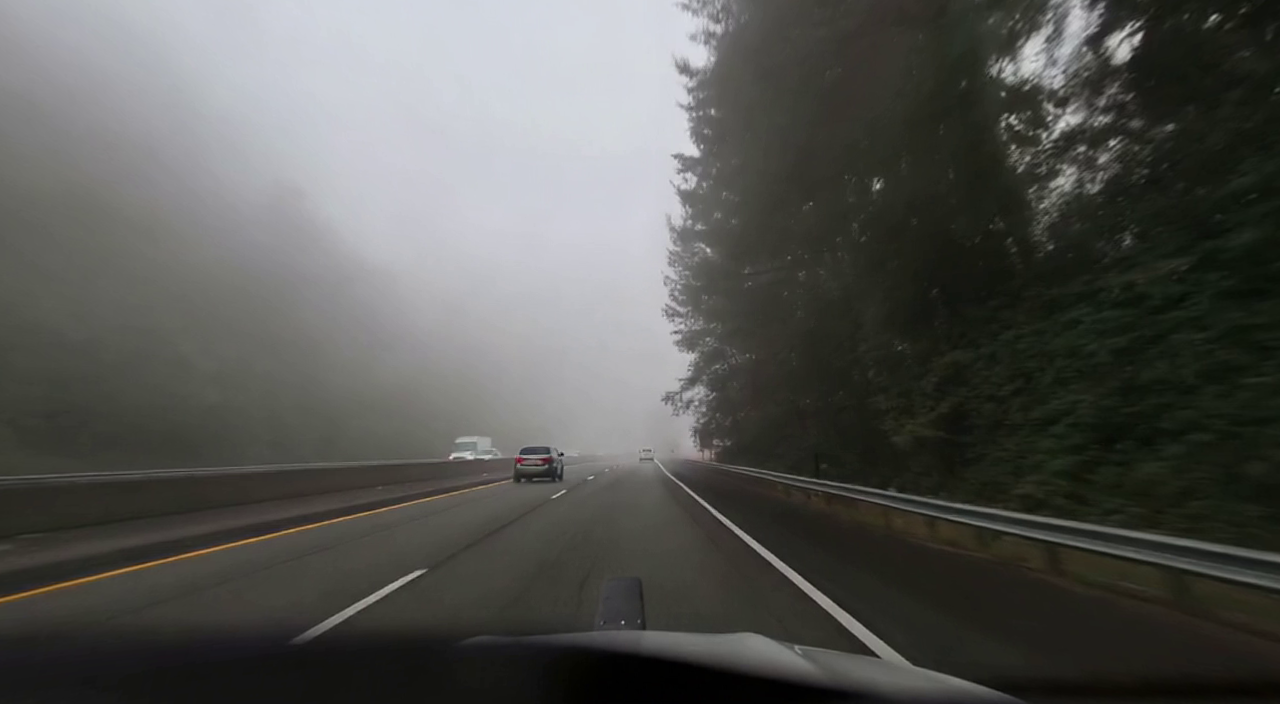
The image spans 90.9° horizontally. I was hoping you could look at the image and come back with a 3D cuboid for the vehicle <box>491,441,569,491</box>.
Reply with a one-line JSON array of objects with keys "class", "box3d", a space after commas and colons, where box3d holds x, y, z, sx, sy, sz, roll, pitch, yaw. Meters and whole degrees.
[{"class": "vehicle", "box3d": [-3.976, 4.200, 23.583, 2.095, 1.664, 4.305, 0, -9, 1]}]
